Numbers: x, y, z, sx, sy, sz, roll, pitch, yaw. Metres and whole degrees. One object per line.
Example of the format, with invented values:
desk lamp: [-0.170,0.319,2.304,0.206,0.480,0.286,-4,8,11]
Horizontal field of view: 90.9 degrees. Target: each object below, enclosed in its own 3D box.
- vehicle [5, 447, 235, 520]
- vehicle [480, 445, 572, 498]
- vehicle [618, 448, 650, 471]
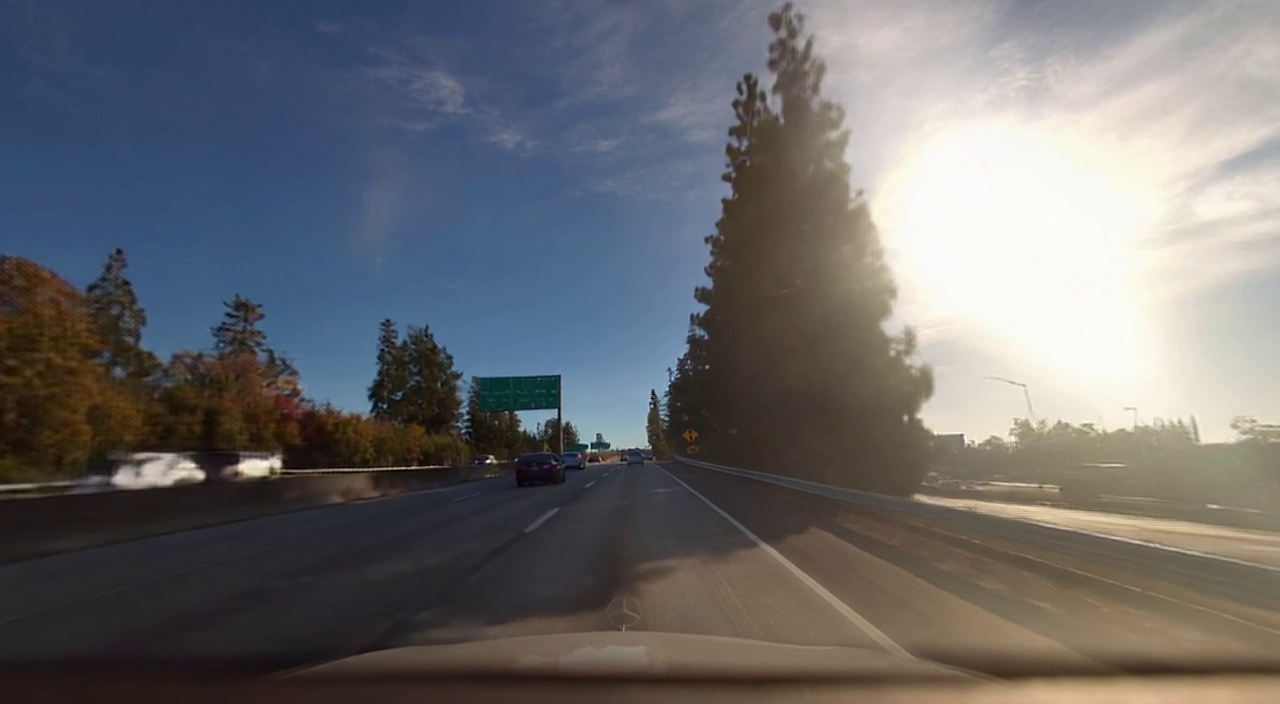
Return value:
vehicle: [-13.657,3.420,17.106,2.105,1.676,4.777,0,-8,0]
vehicle: [-3.524,3.766,20.429,2.067,1.509,4.551,0,-8,1]
vehicle: [-0.451,7.373,43.572,2.100,1.471,3.956,0,-8,-1]
